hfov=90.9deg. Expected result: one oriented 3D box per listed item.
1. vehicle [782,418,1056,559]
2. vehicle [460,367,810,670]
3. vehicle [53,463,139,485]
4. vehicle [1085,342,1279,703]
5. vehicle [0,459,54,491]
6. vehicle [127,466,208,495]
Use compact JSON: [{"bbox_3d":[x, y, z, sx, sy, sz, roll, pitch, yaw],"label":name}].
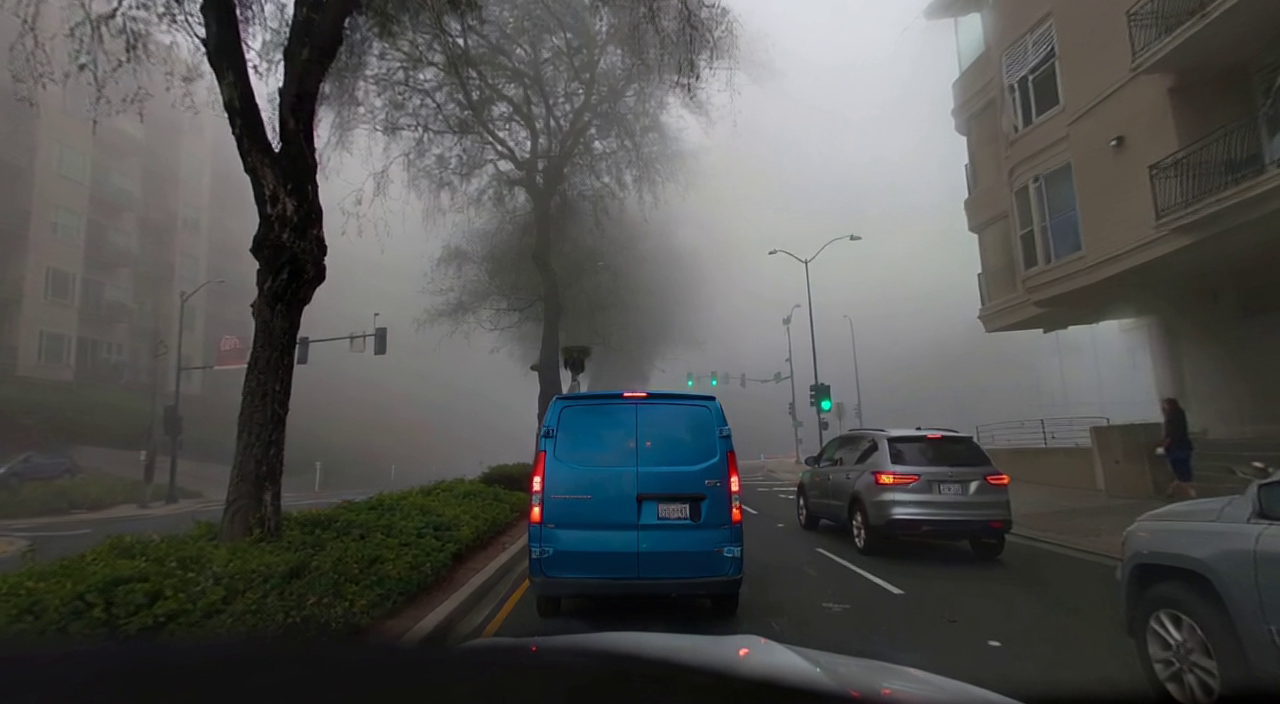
[{"bbox_3d":[3.917,2.009,10.044,2.061,1.676,4.734,0,-9,-2],"label":"vehicle"},{"bbox_3d":[-0.032,1.324,6.032,2.101,1.828,4.270,0,-9,0],"label":"vehicle"},{"bbox_3d":[-38.460,8.628,44.621,4.396,1.458,1.809,-1,-9,2],"label":"vehicle"},{"bbox_3d":[3.809,0.692,1.730,2.157,1.748,4.130,0,-9,1],"label":"vehicle"},{"bbox_3d":[-35.470,6.828,35.122,3.843,1.680,1.782,-1,-9,4],"label":"vehicle"},{"bbox_3d":[-33.281,9.056,44.509,4.292,1.492,1.772,-6,-14,-1],"label":"vehicle"}]
